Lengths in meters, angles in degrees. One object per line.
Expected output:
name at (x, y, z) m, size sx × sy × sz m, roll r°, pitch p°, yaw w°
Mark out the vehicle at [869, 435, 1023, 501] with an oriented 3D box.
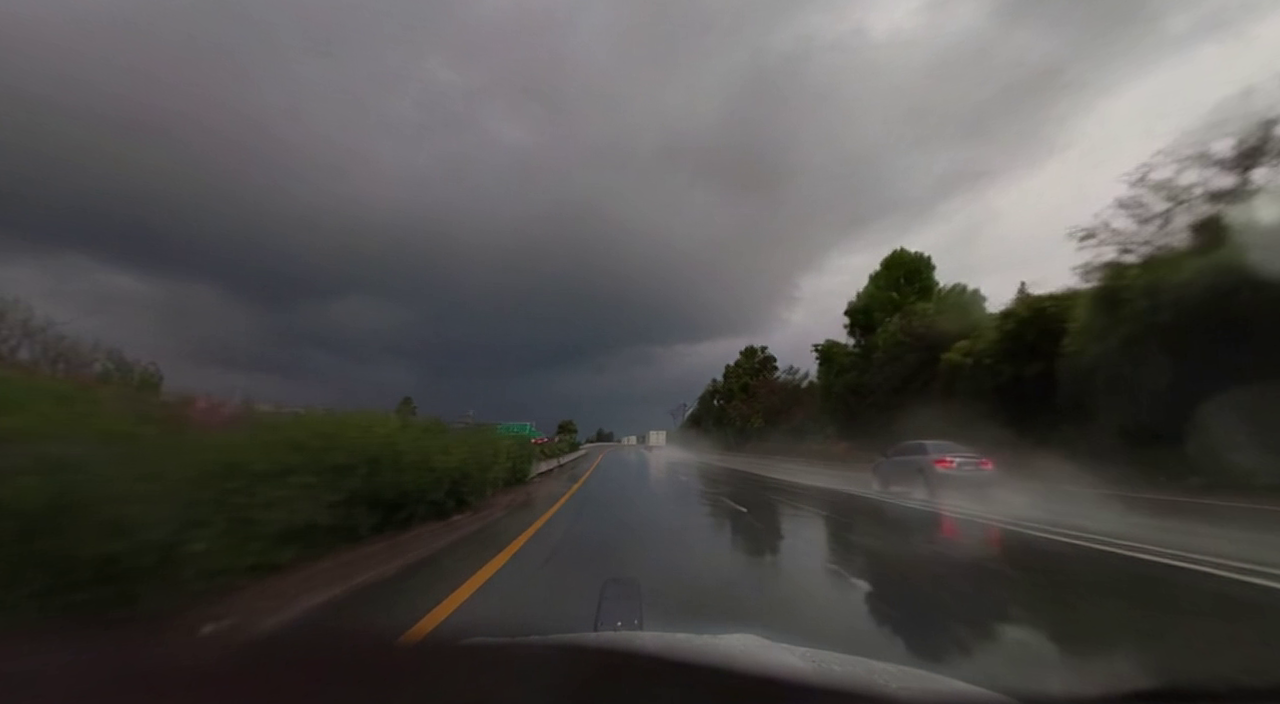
vehicle at (7.624, 2.907, 16.169) m, size 1.942 × 1.462 × 3.926 m, roll 0°, pitch -9°, yaw 0°
